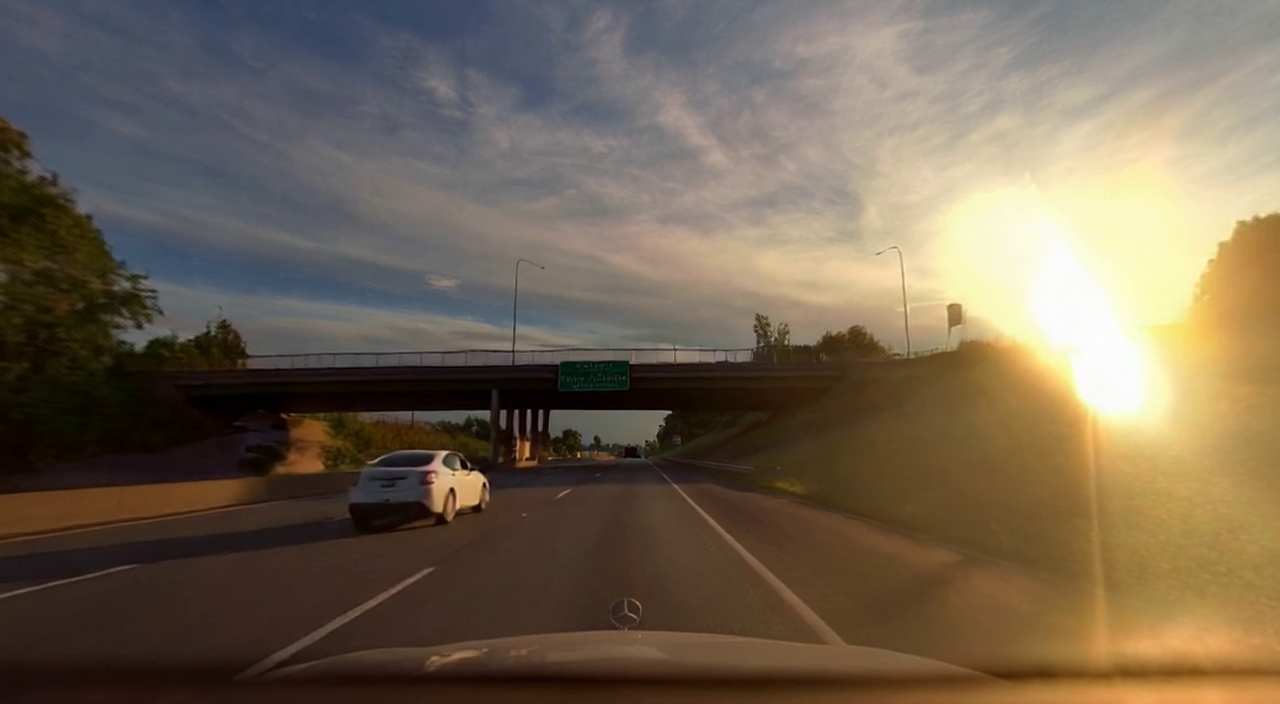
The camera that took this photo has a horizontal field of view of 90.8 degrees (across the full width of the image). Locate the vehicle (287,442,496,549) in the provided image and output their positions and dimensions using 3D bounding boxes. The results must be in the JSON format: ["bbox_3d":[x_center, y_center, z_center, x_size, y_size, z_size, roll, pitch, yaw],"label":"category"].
[{"bbox_3d":[-4.028,2.378,11.137,1.992,1.504,4.117,0,-9,0],"label":"vehicle"}]
